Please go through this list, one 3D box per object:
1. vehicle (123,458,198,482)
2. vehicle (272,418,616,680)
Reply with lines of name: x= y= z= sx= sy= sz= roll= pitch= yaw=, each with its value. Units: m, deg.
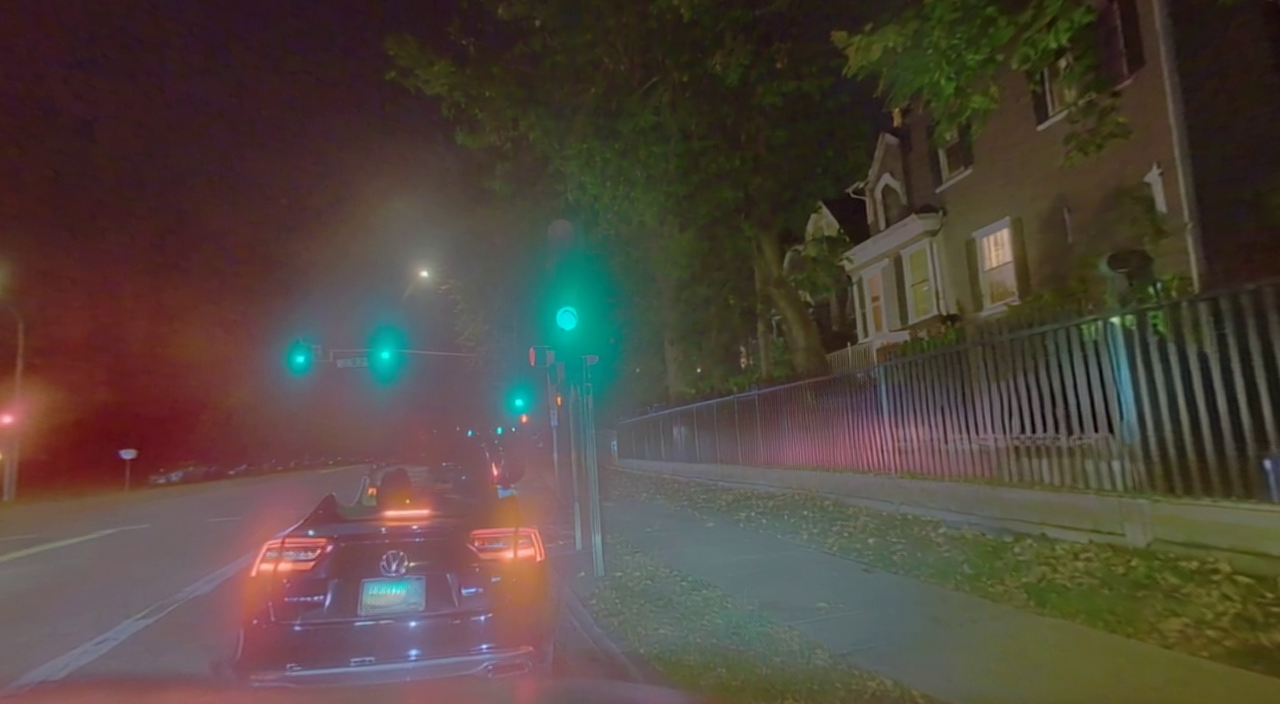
vehicle: x=-36.131 y=8.910 z=47.677 sx=3.959 sy=1.680 sz=1.785 roll=1 pitch=-9 yaw=-10
vehicle: x=-1.641 y=1.447 z=5.777 sx=2.024 sy=1.502 sz=3.702 roll=2 pitch=-9 yaw=-15
